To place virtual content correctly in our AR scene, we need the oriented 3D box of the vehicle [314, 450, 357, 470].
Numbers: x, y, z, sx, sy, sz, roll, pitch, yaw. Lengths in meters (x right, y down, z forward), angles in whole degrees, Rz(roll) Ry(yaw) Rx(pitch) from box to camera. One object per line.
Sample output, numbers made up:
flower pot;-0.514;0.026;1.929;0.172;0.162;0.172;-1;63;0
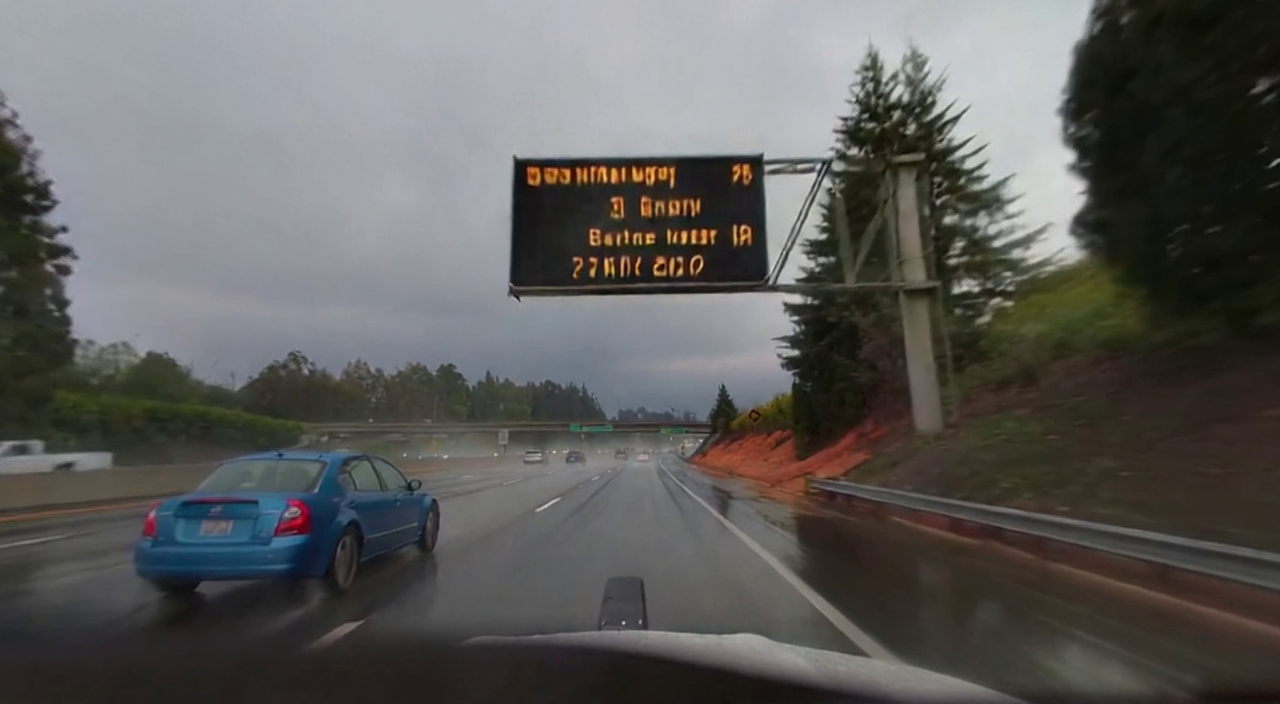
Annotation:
vehicle;-20.785;7.373;43.139;1.447;1.320;3.188;1;-9;-3
